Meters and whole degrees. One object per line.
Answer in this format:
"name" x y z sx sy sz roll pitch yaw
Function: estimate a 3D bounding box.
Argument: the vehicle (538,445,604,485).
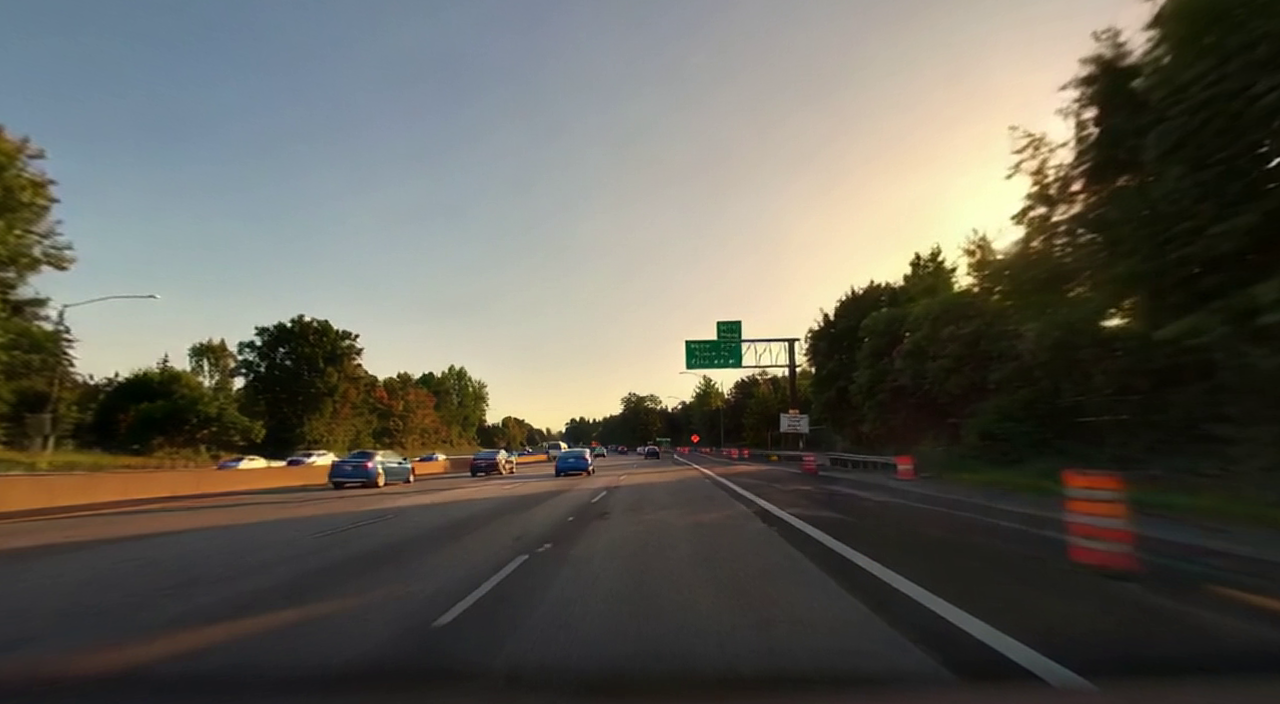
"vehicle" -2.686 4.515 25.538 1.963 1.462 4.681 0 -9 2

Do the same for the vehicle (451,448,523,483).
"vehicle" -6.813 5.086 28.476 1.951 1.439 4.633 0 -9 2

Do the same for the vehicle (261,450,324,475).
"vehicle" -27.120 8.616 49.221 2.072 1.875 4.825 0 -9 1

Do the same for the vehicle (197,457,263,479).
"vehicle" -31.327 8.871 48.108 1.892 1.484 4.584 0 -9 0

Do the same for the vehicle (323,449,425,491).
"vehicle" -10.399 4.608 24.974 1.946 1.472 4.472 0 -9 2
